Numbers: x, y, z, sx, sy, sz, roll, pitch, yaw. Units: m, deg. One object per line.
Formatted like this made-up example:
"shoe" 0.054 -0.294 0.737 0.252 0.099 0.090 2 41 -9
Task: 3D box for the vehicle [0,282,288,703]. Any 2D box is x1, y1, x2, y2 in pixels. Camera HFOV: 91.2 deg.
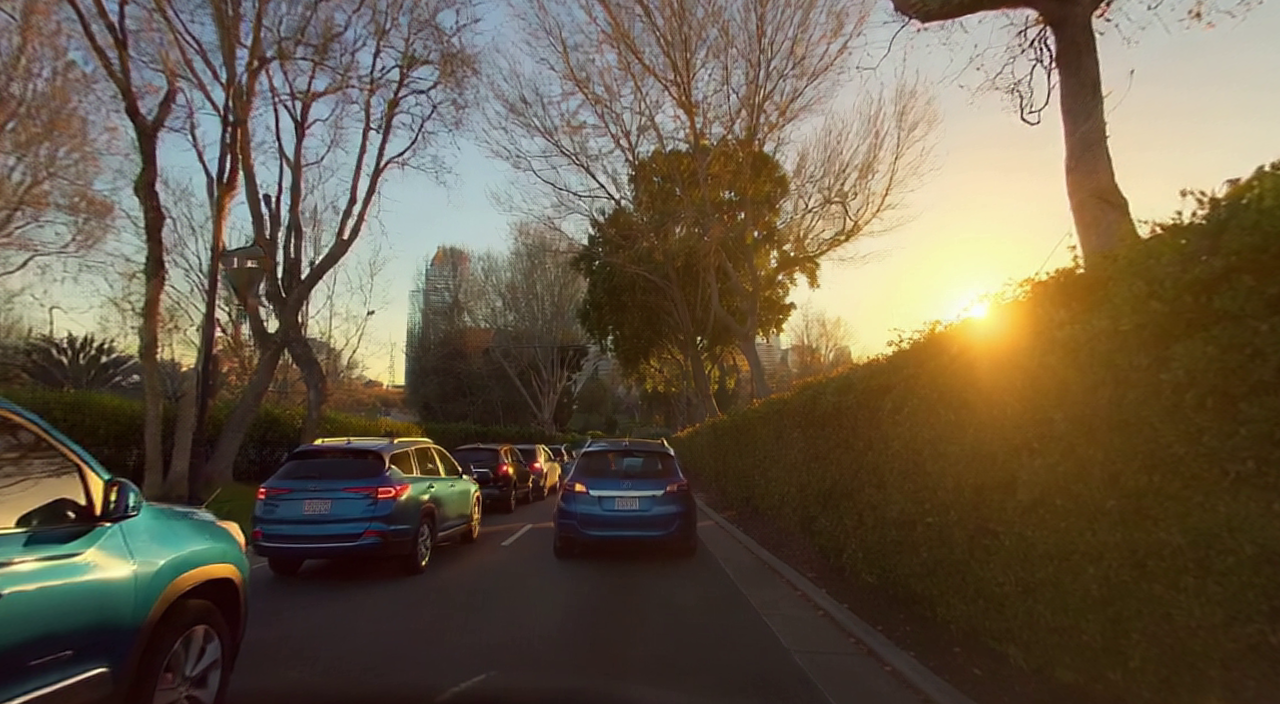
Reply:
"vehicle" -3.284 0.678 1.267 2.205 1.913 5.327 -5 -8 -2

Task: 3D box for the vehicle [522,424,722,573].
"vehicle" -0.226 1.897 8.849 2.154 1.581 4.007 0 -9 -1

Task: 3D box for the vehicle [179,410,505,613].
"vehicle" -3.410 1.864 8.334 2.256 1.728 4.421 -6 -8 -2
